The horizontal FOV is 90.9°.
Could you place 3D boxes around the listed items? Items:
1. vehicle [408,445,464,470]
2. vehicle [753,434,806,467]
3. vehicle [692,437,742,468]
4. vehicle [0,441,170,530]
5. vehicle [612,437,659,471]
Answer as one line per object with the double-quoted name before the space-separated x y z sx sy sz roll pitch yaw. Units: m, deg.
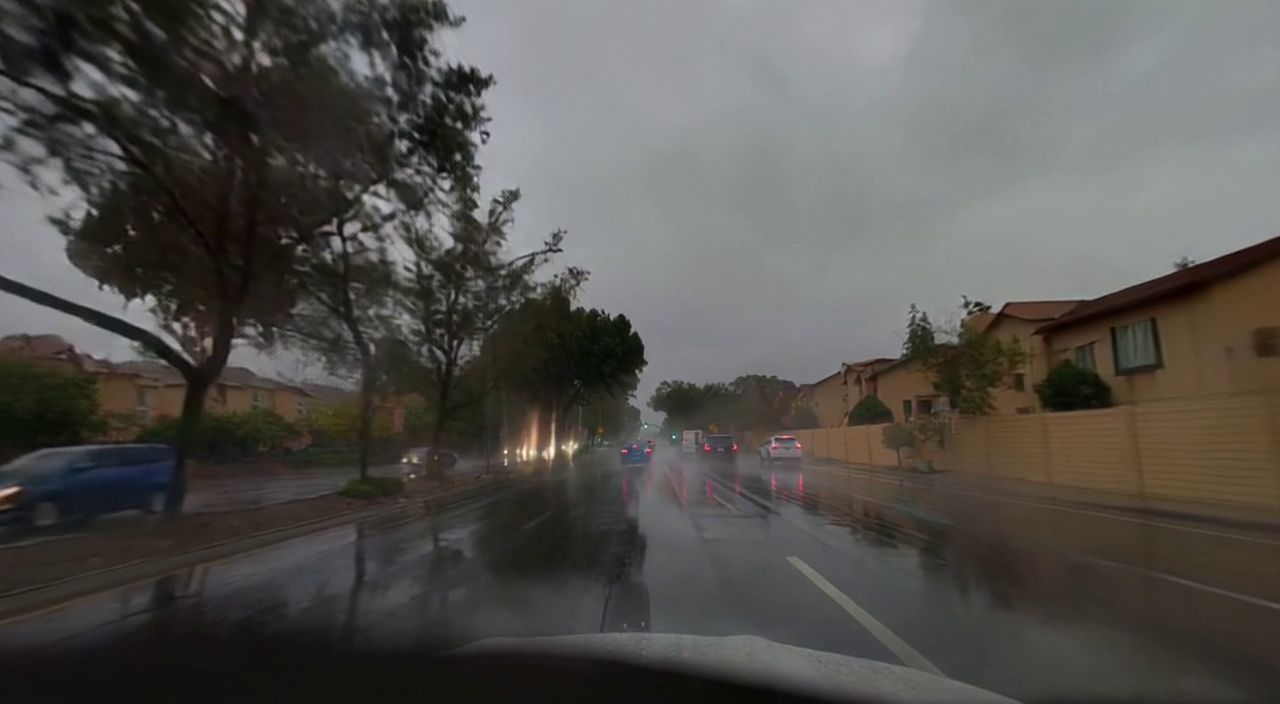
"vehicle" -13.340 6.901 41.455 1.990 1.481 4.677 -1 -8 2
"vehicle" 7.681 5.457 35.100 1.972 1.700 4.269 0 -8 0
"vehicle" 3.977 5.254 33.198 2.067 1.514 4.188 0 -8 0
"vehicle" -13.969 3.029 14.931 2.019 1.778 4.593 0 -8 1
"vehicle" -0.162 4.837 30.147 2.102 1.481 3.907 0 -8 1
